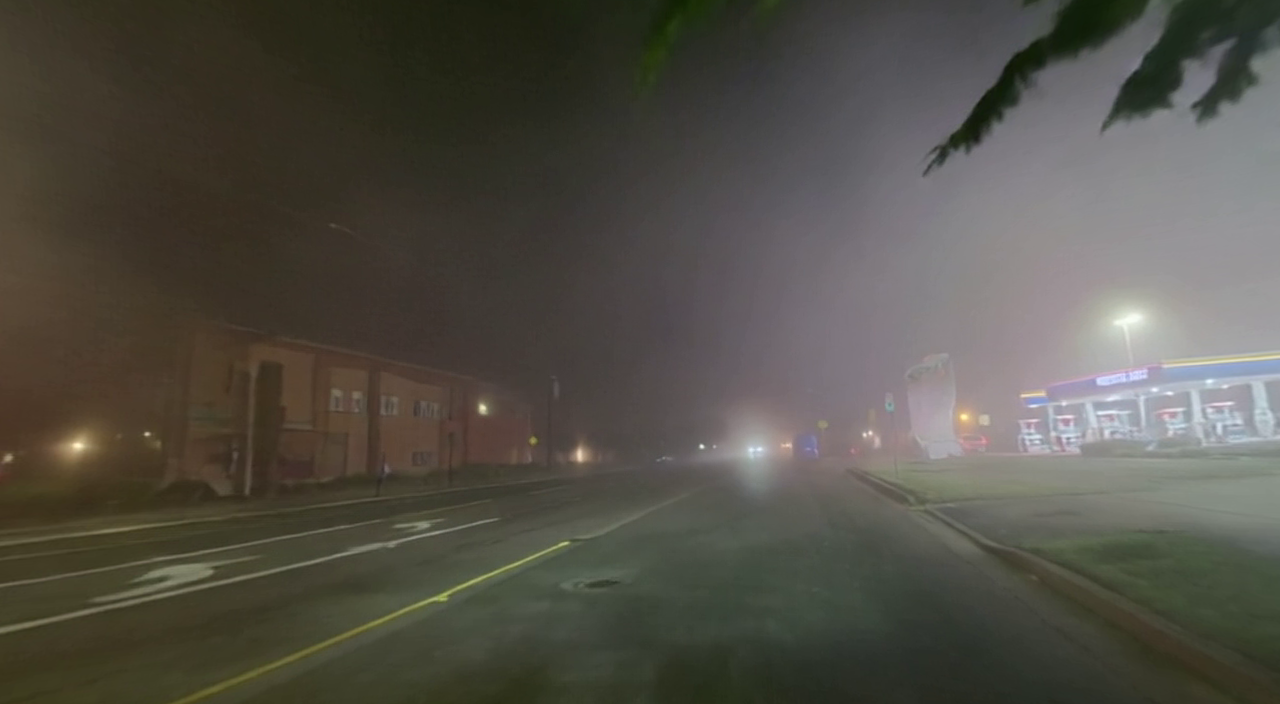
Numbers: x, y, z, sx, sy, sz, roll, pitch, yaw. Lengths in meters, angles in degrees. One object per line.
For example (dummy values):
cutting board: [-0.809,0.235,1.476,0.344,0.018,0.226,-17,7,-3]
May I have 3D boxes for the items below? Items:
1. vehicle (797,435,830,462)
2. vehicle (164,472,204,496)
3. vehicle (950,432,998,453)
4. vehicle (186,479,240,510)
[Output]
vehicle: [12.908,7.207,47.057,2.194,1.896,5.049,-3,-9,14]
vehicle: [-33.181,9.566,45.883,1.776,1.507,3.929,8,-12,-42]
vehicle: [23.043,6.292,43.754,1.919,1.411,4.440,-3,-9,15]
vehicle: [-24.405,8.050,35.993,1.837,1.460,4.672,6,-12,-41]
